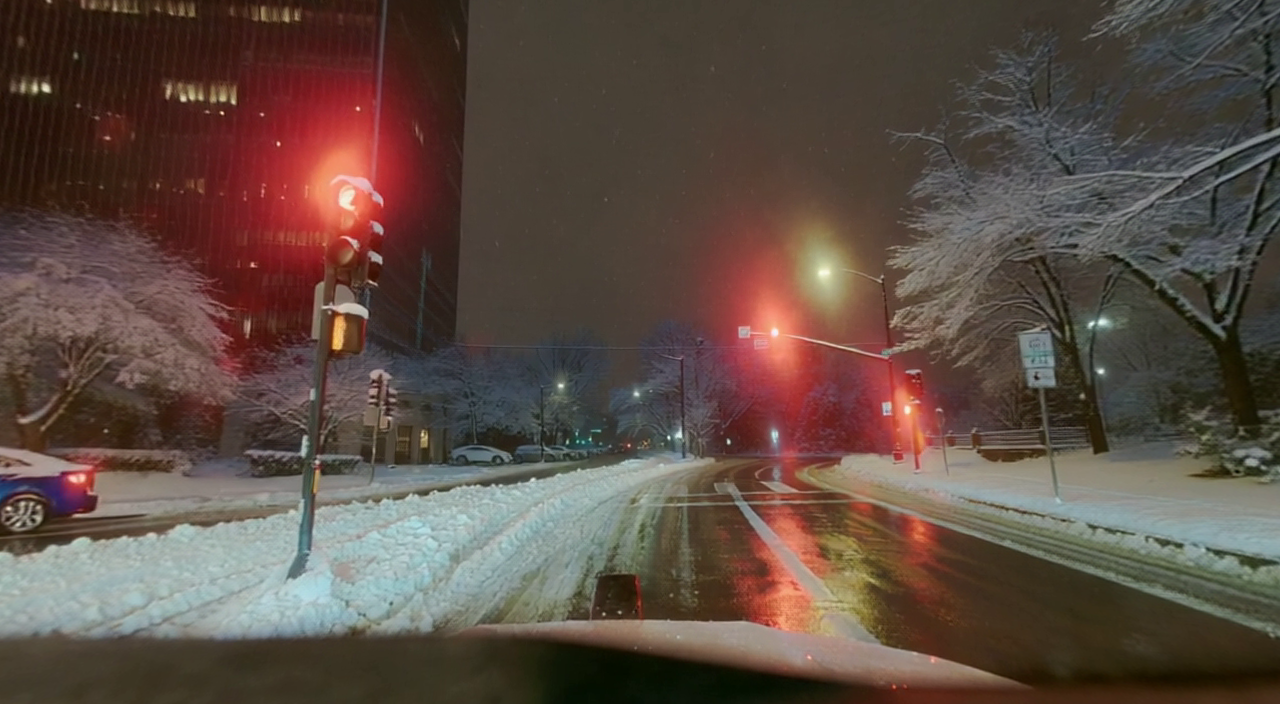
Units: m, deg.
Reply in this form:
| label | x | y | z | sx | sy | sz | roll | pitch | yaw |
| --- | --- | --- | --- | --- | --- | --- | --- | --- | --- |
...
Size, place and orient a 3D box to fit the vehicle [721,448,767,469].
| label | x | y | z | sx | sy | sz | roll | pitch | yaw |
| --- | --- | --- | --- | --- | --- | --- | --- | --- | --- |
| vehicle | 7.878 | 8.119 | 48.412 | 1.829 | 1.440 | 4.384 | 2 | -9 | -14 |

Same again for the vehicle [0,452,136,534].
| label | x | y | z | sx | sy | sz | roll | pitch | yaw |
| --- | --- | --- | --- | --- | --- | --- | --- | --- | --- |
| vehicle | -12.854 | 2.714 | 12.274 | 4.598 | 1.490 | 1.816 | 7 | -11 | -40 |
